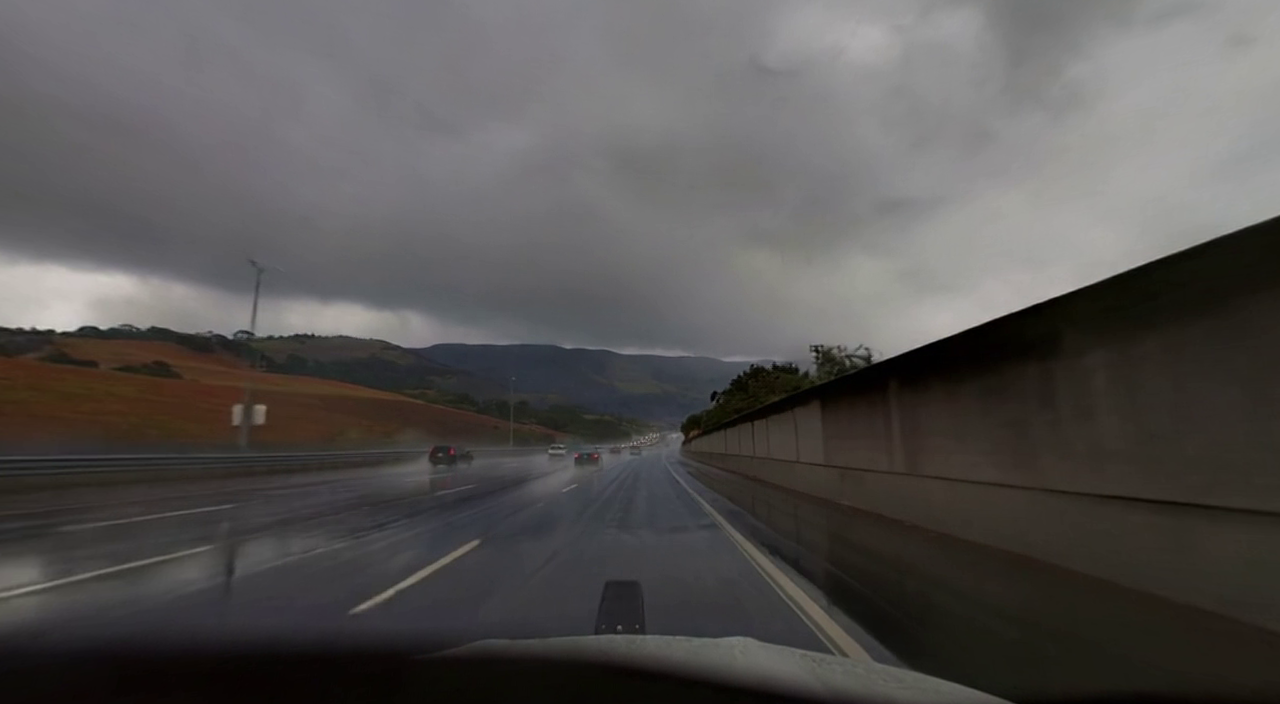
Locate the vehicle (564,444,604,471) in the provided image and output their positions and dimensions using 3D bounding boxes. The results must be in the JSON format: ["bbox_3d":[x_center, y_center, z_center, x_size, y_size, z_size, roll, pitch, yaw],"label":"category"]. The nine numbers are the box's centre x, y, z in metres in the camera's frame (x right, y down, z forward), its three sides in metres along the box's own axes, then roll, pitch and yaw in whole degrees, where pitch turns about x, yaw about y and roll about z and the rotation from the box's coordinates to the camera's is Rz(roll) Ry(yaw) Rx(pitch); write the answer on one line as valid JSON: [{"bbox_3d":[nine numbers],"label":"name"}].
[{"bbox_3d":[-3.300,6.326,38.131,1.931,1.492,4.076,0,-8,2],"label":"vehicle"}]

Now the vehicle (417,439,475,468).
[{"bbox_3d":[-12.667,6.672,41.568,2.076,1.766,4.831,0,-8,2],"label":"vehicle"}]
